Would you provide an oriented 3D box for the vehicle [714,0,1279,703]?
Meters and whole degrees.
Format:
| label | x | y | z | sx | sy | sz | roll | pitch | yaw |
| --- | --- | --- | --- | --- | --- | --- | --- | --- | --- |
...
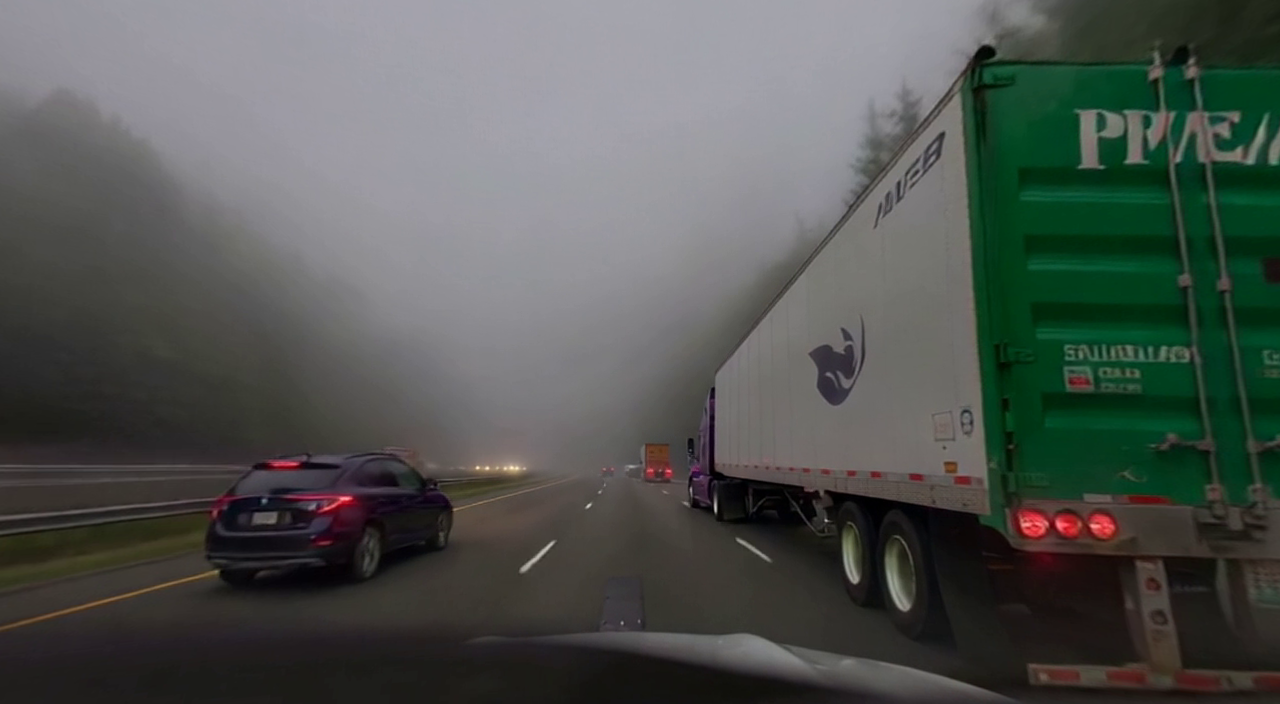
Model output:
| label | x | y | z | sx | sy | sz | roll | pitch | yaw |
| --- | --- | --- | --- | --- | --- | --- | --- | --- | --- |
| vehicle | 3.534 | 1.212 | 10.141 | 2.856 | 4.040 | 14.009 | 1 | -10 | -1 |

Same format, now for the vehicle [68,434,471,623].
| label | x | y | z | sx | sy | sz | roll | pitch | yaw |
| --- | --- | --- | --- | --- | --- | --- | --- | --- | --- |
| vehicle | -3.866 | 1.975 | 7.963 | 2.010 | 1.580 | 4.949 | 1 | -10 | 1 |
